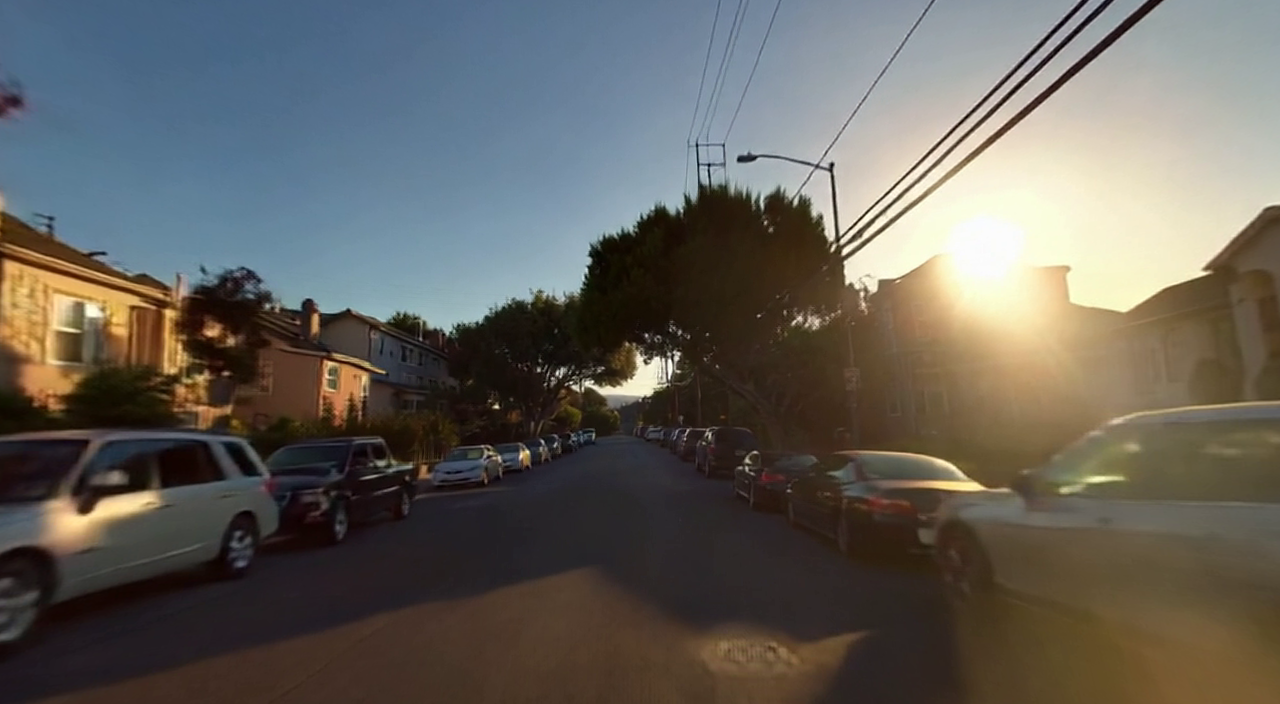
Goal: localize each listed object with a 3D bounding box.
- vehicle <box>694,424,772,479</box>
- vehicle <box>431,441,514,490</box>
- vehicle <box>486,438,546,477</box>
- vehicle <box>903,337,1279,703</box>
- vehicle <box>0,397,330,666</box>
[{"bbox_3d":[3.450,3.815,24.503,2.107,1.866,5.199,0,-8,-1],"label":"vehicle"},{"bbox_3d":[-6.233,4.234,24.109,2.002,1.585,5.080,-2,-8,-3],"label":"vehicle"},{"bbox_3d":[-6.151,5.235,31.888,1.924,1.525,4.688,-5,-6,0],"label":"vehicle"},{"bbox_3d":[3.591,0.977,3.453,2.009,1.810,5.045,0,-8,-2],"label":"vehicle"},{"bbox_3d":[-5.832,1.629,6.761,2.184,1.958,5.757,0,-8,-1],"label":"vehicle"}]
